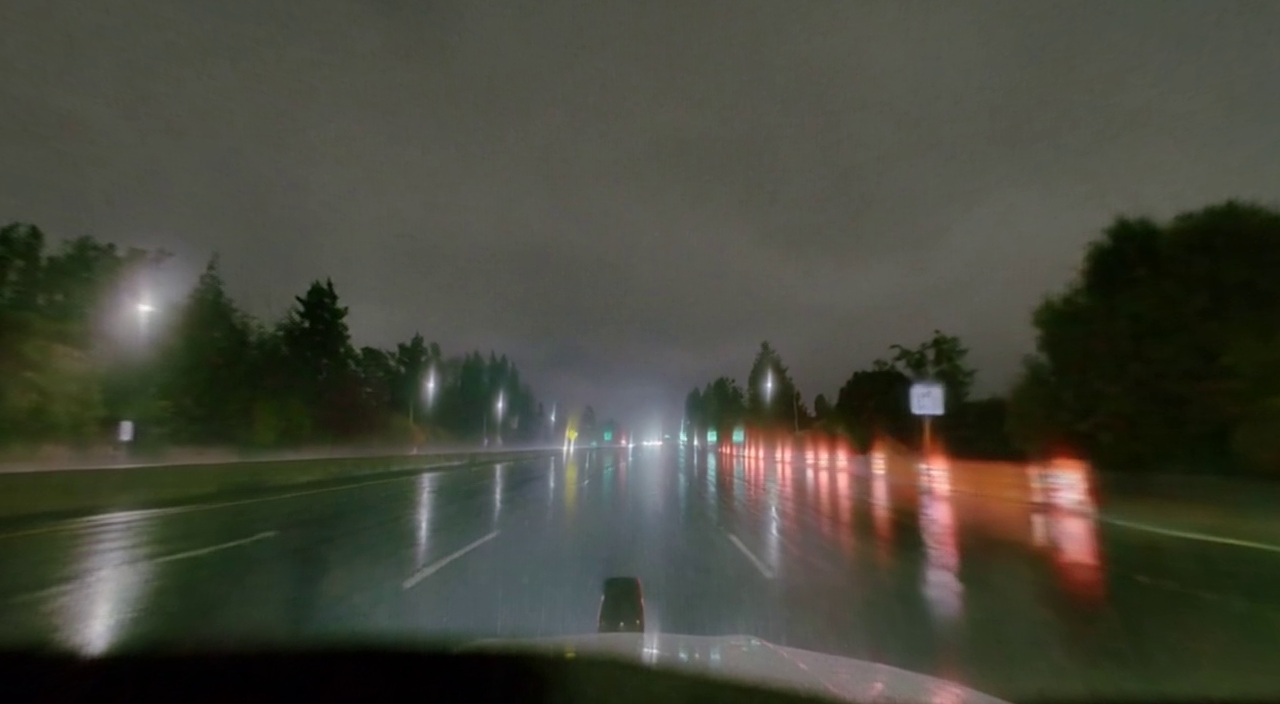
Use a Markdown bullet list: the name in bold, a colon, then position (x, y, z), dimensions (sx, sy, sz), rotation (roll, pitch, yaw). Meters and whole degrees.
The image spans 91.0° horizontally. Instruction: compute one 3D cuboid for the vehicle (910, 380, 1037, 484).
- **vehicle**: position (12.549, 3.086, 24.068), dimensions (2.772, 3.642, 3.493), rotation (0, -9, 1)
